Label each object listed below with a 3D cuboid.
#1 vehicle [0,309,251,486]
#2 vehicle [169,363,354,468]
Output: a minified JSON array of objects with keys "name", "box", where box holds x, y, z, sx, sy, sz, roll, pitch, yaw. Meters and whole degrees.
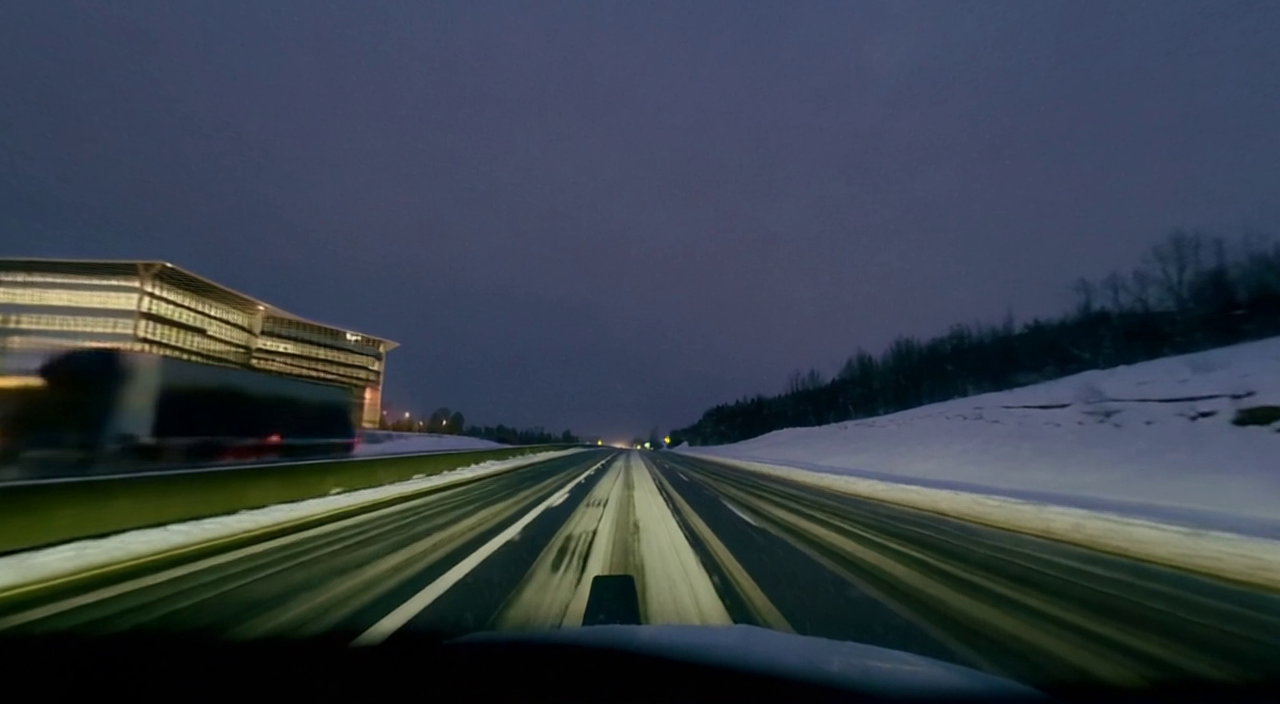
[{"name":"vehicle","box":[-15.733,1.564,17.800,2.898,3.893,10.289,0,-8,-1]},{"name":"vehicle","box":[-15.820,2.907,27.343,2.815,3.888,8.167,0,-8,0]}]
